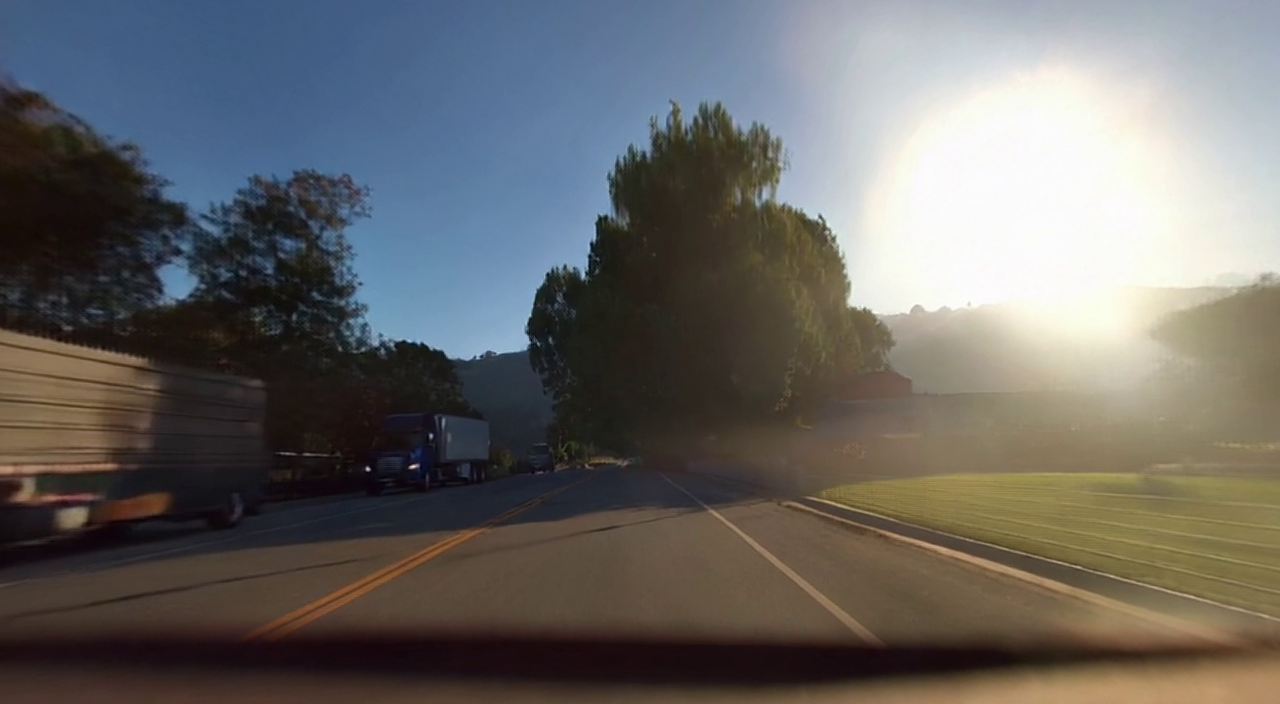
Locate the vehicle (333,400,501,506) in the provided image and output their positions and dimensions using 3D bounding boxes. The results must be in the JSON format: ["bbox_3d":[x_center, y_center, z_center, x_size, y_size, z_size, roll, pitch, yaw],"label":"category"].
[{"bbox_3d":[-8.257,3.838,25.383,2.905,3.359,10.168,0,-7,1],"label":"vehicle"}]

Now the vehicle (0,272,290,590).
[{"bbox_3d":[-8.214,0.923,7.316,2.788,3.365,9.652,0,-8,0],"label":"vehicle"}]
